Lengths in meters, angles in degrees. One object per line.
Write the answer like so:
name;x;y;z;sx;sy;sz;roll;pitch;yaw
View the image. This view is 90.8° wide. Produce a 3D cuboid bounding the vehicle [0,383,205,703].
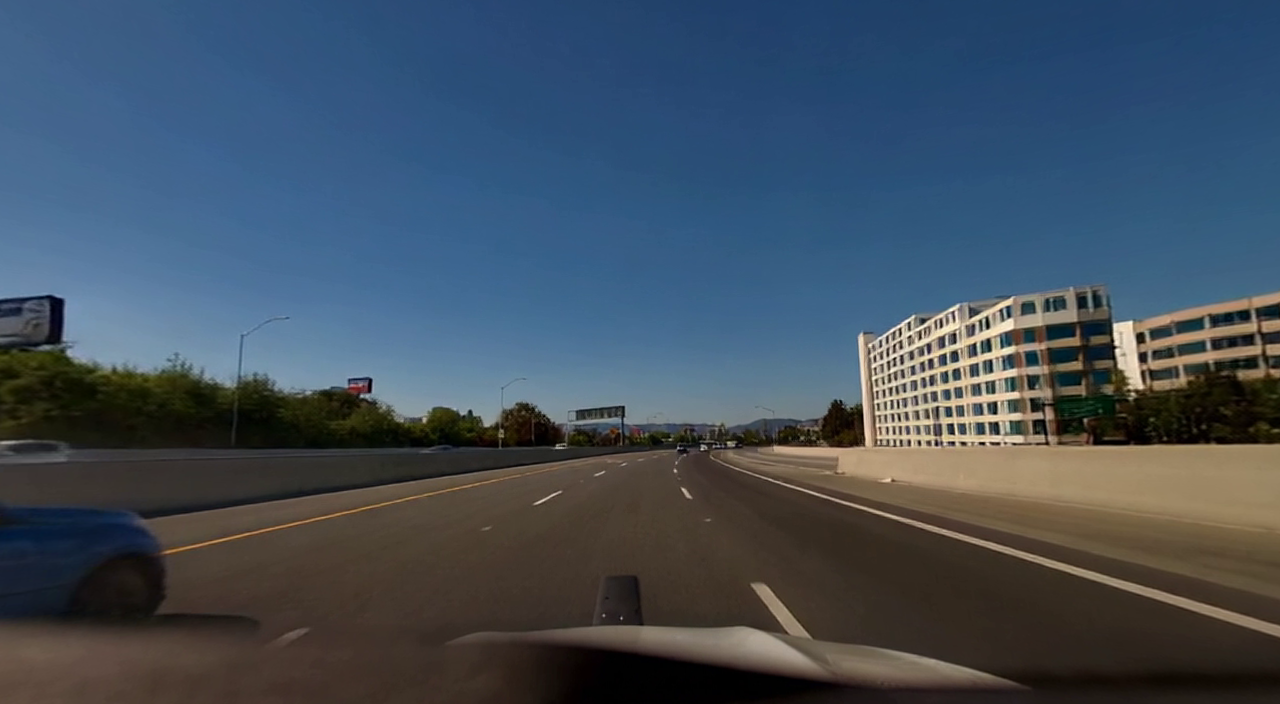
vehicle;-3.970;0.775;1.763;2.087;1.566;4.756;0;-8;0
